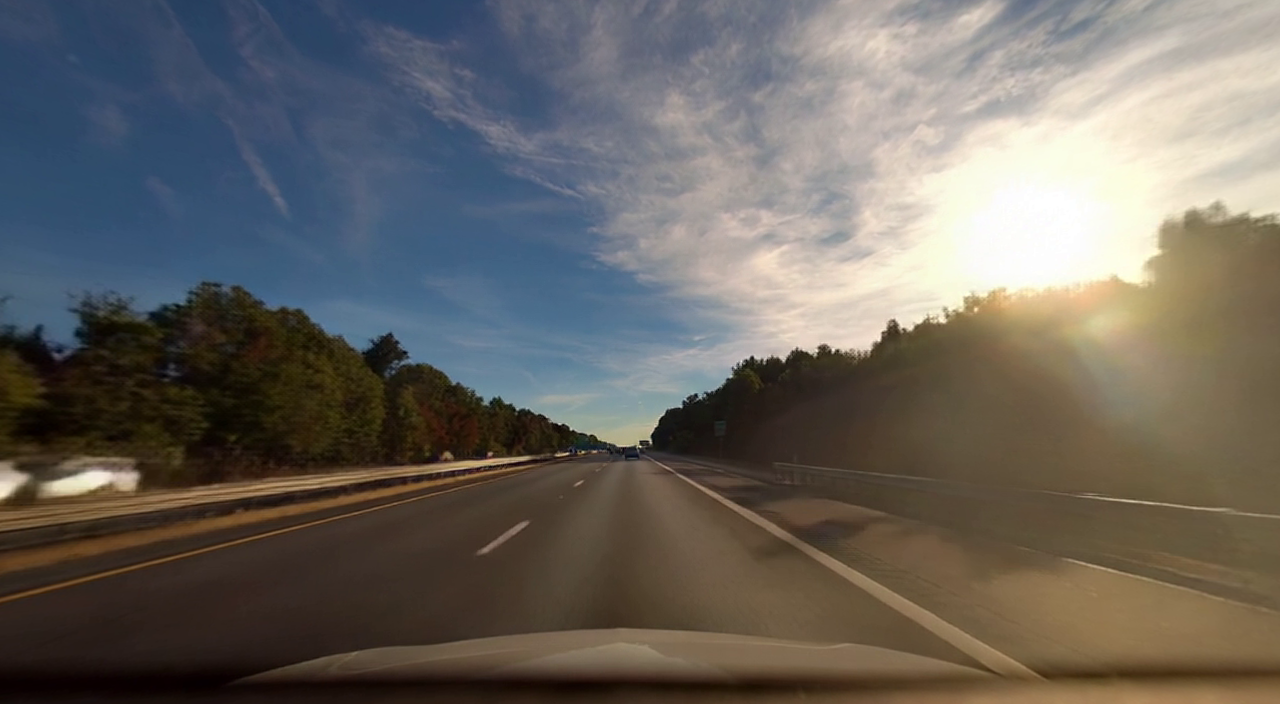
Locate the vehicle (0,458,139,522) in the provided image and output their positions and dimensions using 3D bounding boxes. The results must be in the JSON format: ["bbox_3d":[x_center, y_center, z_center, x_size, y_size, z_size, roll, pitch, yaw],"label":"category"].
[{"bbox_3d":[-16.646,3.737,17.417,1.821,1.481,4.435,0,-9,-1],"label":"vehicle"}]

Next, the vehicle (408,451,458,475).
[{"bbox_3d":[-13.903,7.461,42.360,1.729,1.484,4.774,0,-9,-1],"label":"vehicle"}]
